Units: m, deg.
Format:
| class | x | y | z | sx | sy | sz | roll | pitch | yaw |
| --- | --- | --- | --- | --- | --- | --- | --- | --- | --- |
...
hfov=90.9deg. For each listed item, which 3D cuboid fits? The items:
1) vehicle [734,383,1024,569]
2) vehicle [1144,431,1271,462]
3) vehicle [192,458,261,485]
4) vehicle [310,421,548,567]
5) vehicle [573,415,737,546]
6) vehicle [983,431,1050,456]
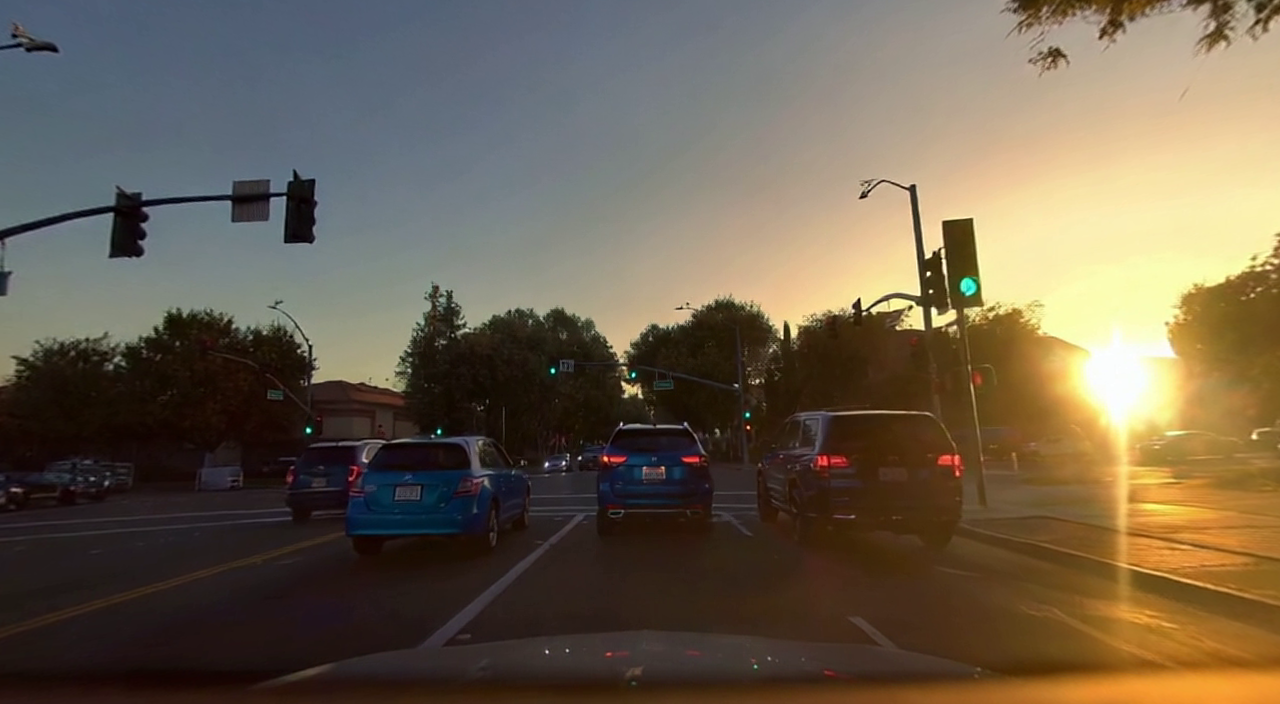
| class | x | y | z | sx | sy | sz | roll | pitch | yaw |
| --- | --- | --- | --- | --- | --- | --- | --- | --- | --- |
| vehicle | 3.102 | 1.811 | 9.984 | 2.338 | 2.063 | 5.672 | 0 | -9 | 0 |
| vehicle | 28.147 | 4.688 | 31.361 | 4.512 | 1.444 | 1.859 | 0 | -9 | 0 |
| vehicle | -29.292 | 8.432 | 44.799 | 1.820 | 1.699 | 4.308 | -1 | -9 | 3 |
| vehicle | -2.779 | 1.988 | 9.631 | 2.058 | 1.659 | 4.514 | 0 | -9 | 0 |
| vehicle | 0.172 | 2.076 | 10.810 | 2.235 | 1.778 | 4.178 | 0 | -9 | -1 |
| vehicle | 23.775 | 5.796 | 39.931 | 1.830 | 1.516 | 3.943 | -1 | -8 | 1 |
